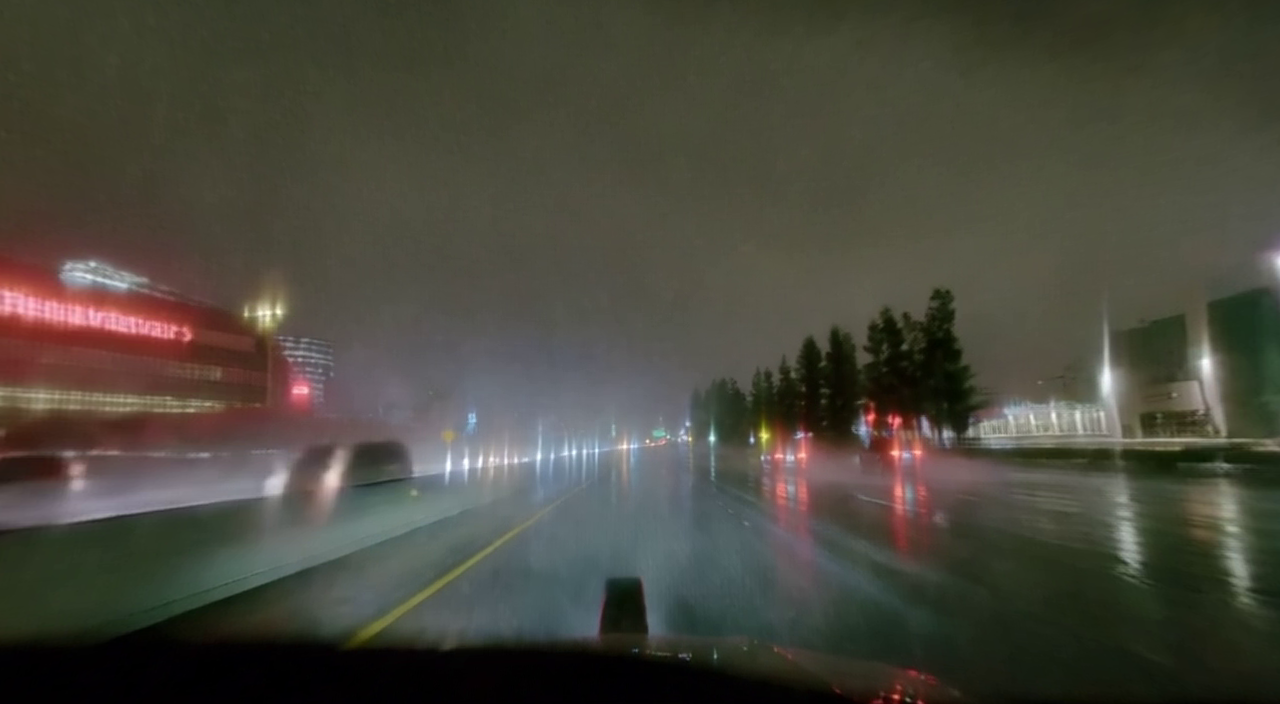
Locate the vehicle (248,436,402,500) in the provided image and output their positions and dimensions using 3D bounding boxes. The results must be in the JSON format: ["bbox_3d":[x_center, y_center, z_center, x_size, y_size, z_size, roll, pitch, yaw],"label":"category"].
[{"bbox_3d":[-10.825,4.023,22.423,2.307,1.934,6.053,0,-8,0],"label":"vehicle"}]
